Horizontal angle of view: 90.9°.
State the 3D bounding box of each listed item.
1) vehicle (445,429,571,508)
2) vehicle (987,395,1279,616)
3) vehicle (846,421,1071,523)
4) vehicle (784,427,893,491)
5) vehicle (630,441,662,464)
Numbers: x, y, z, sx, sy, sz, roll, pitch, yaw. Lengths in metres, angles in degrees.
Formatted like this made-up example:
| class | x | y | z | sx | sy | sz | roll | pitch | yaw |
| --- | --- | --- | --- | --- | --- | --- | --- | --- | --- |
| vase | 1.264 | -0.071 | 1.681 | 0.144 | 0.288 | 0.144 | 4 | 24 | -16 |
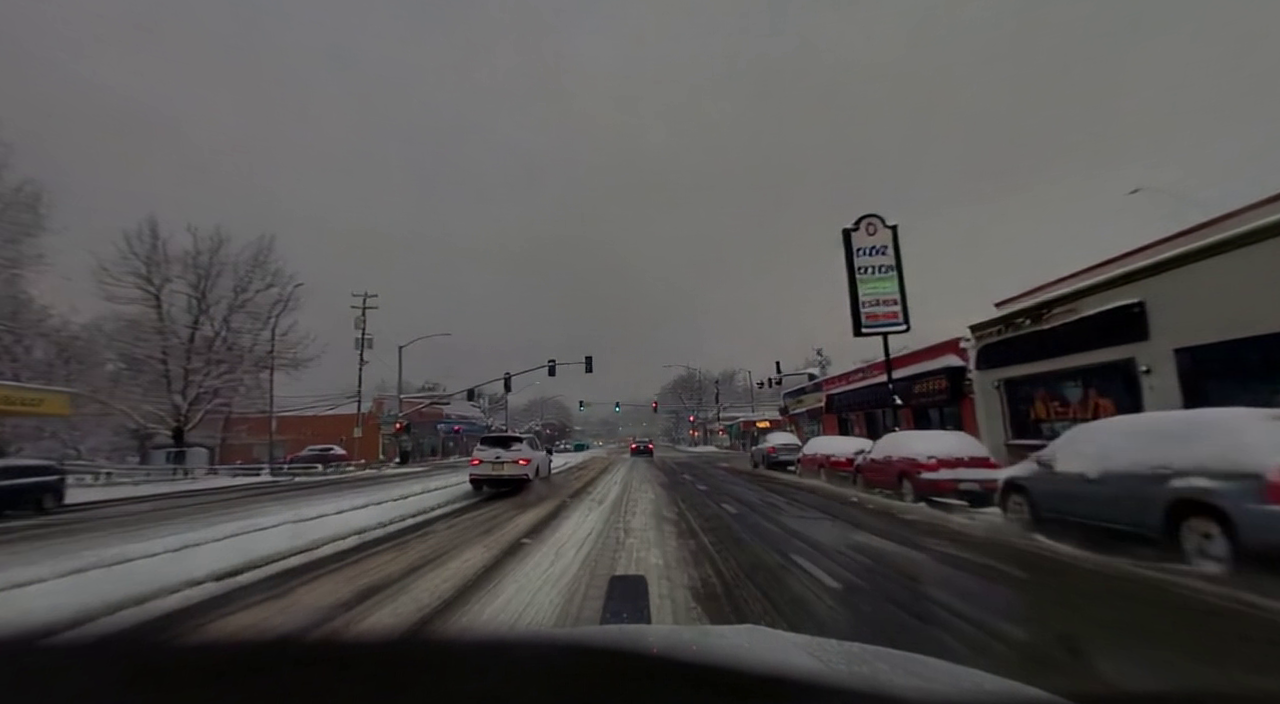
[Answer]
| class | x | y | z | sx | sy | sz | roll | pitch | yaw |
| --- | --- | --- | --- | --- | --- | --- | --- | --- | --- |
| vehicle | -3.033 | 2.801 | 15.599 | 2.049 | 1.646 | 4.445 | 0 | -9 | 2 |
| vehicle | 6.384 | 1.579 | 7.221 | 1.985 | 1.835 | 4.936 | 0 | -9 | 0 |
| vehicle | 6.490 | 2.519 | 13.802 | 2.203 | 1.797 | 5.165 | 0 | -9 | 0 |
| vehicle | 6.429 | 3.530 | 21.082 | 2.128 | 1.900 | 4.724 | 0 | -9 | 0 |
| vehicle | 0.374 | 6.791 | 42.836 | 2.037 | 1.484 | 4.073 | 0 | -9 | 0 |
